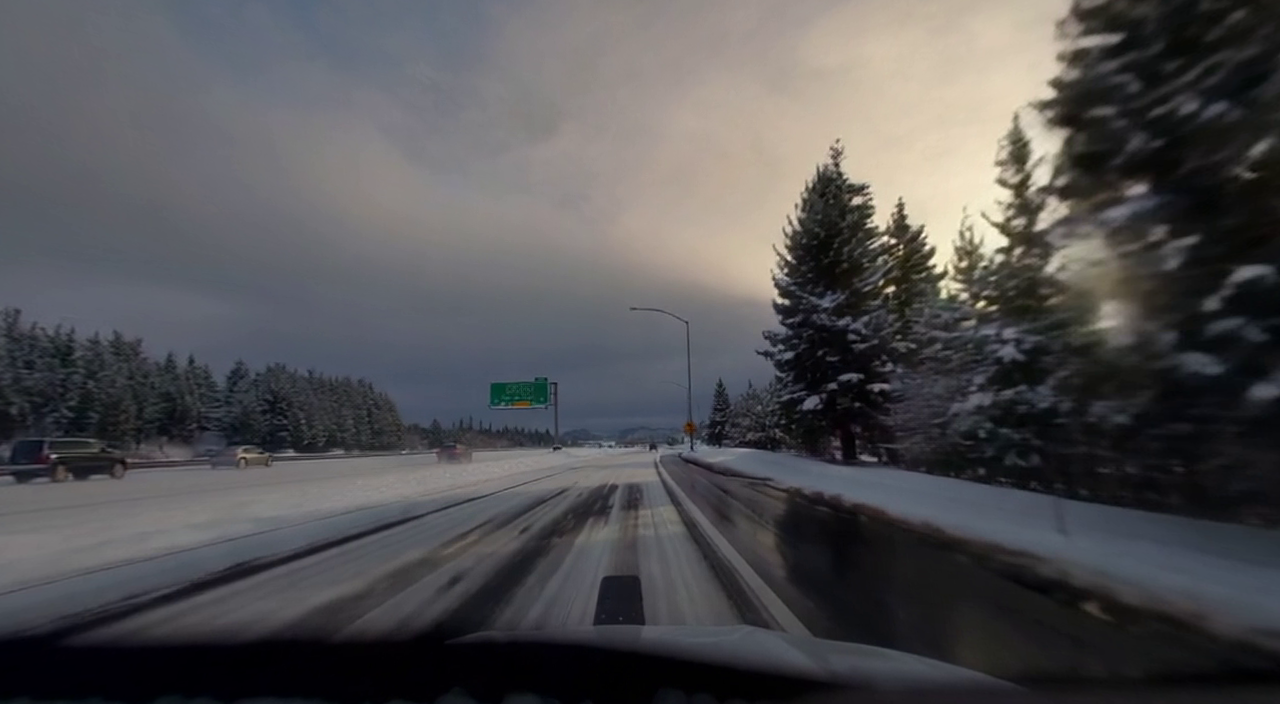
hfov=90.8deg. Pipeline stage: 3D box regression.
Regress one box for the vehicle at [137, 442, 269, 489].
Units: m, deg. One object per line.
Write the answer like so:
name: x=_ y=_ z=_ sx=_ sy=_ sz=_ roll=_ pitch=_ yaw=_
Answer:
vehicle: x=-15.790 y=4.104 z=23.188 sx=1.829 sy=1.520 sz=4.505 roll=0 pitch=-9 yaw=-4

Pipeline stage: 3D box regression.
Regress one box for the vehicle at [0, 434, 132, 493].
vehicle: x=-19.517 y=3.622 z=20.803 sx=2.049 sy=1.718 sz=4.445 roll=0 pitch=-9 yaw=-4

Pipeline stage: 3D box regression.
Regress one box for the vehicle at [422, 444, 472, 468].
vehicle: x=-13.315 y=7.171 z=43.848 sx=2.271 sy=1.537 sz=4.029 roll=0 pitch=-9 yaw=-2
